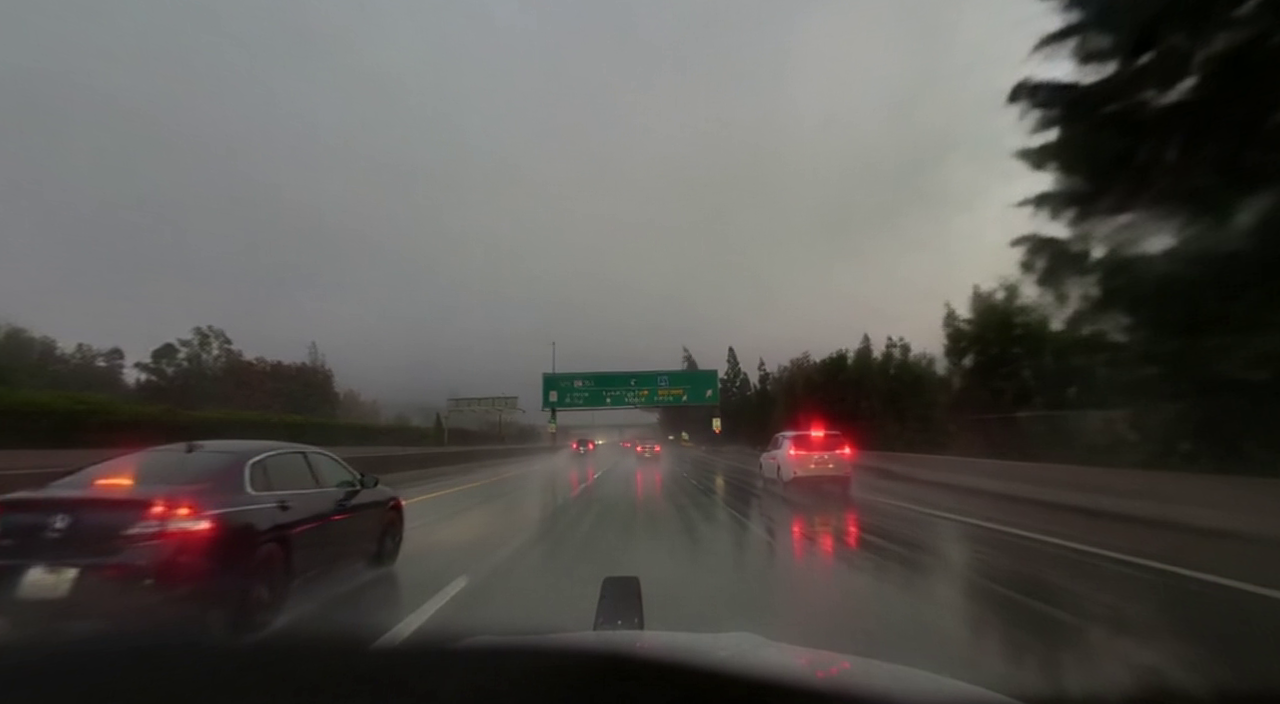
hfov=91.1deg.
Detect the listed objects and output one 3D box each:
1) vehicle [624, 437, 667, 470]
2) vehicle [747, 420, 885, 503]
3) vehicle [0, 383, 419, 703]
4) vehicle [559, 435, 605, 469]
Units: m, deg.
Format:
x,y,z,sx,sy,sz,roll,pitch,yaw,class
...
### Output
x,y,z,sx,sy,sz,roll,pitch,yaw,class
0.278,5.146,31.884,2.049,1.542,3.816,0,-8,1,vehicle
4.050,2.605,15.297,2.025,1.707,4.279,0,-8,-1,vehicle
-3.453,1.222,4.504,2.066,1.561,4.495,0,-8,0,vehicle
-3.082,5.434,34.309,2.044,1.682,4.201,-1,-8,1,vehicle
